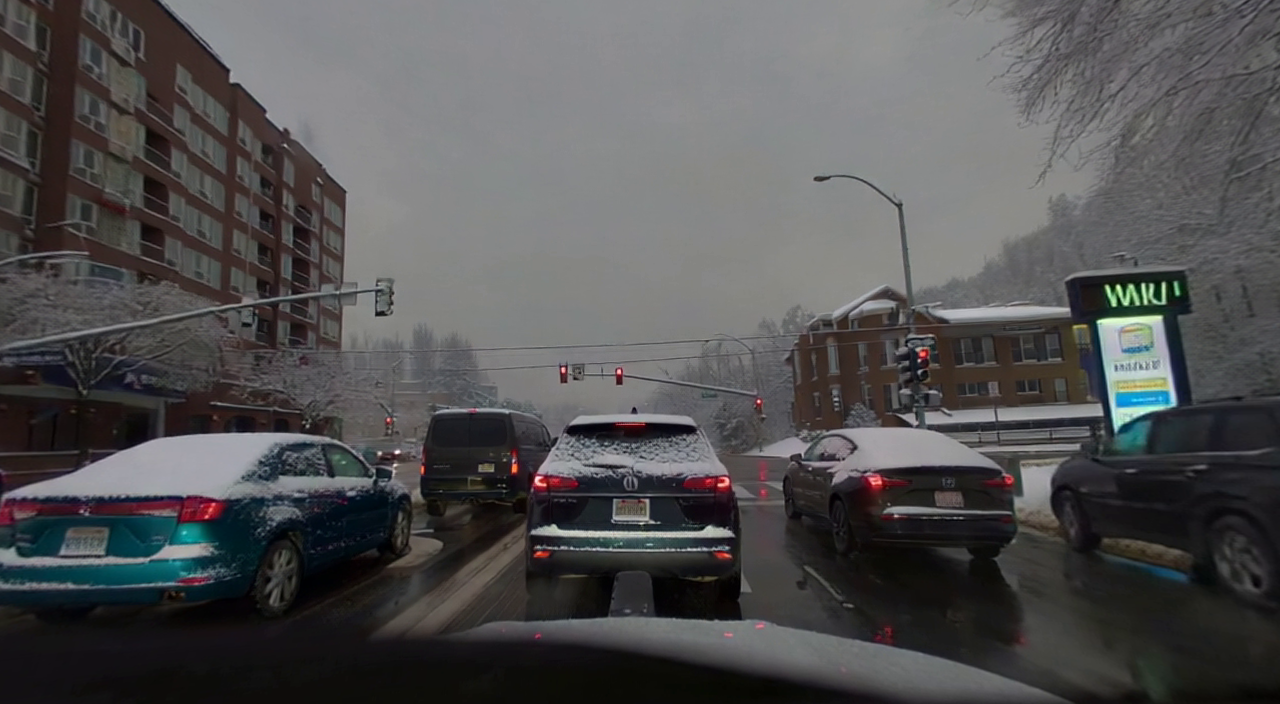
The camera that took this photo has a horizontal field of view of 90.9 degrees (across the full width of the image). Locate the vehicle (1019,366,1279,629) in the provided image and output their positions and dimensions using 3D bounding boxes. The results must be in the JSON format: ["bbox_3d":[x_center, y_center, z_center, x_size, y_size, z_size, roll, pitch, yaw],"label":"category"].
[{"bbox_3d":[5.742,1.240,5.890,2.081,1.790,4.839,-1,-9,10],"label":"vehicle"}]

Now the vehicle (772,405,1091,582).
[{"bbox_3d":[3.216,1.665,8.256,2.004,1.646,4.554,0,-8,0],"label":"vehicle"}]

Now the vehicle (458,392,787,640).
[{"bbox_3d":[-0.126,1.418,6.442,2.195,1.662,4.262,0,-8,0],"label":"vehicle"}]

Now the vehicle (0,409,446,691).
[{"bbox_3d":[-3.550,1.423,5.817,1.906,1.524,4.547,0,-8,2],"label":"vehicle"}]
